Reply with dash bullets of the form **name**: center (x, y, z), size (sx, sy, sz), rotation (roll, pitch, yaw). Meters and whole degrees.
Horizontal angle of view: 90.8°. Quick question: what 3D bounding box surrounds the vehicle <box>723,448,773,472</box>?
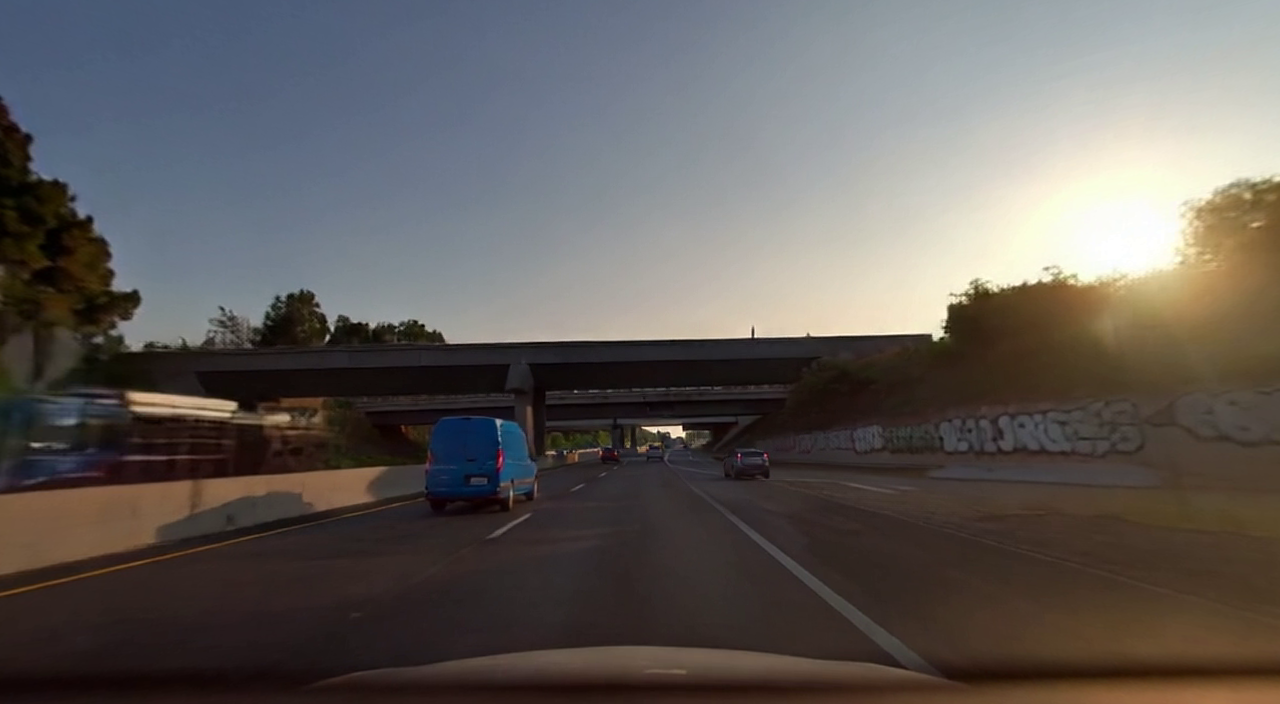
- **vehicle**: center (7.253, 7.275, 42.875), size (1.972, 1.492, 4.623), rotation (1, -9, -8)

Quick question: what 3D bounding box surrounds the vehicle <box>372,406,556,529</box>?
- **vehicle**: center (-3.261, 2.299, 13.086), size (2.310, 2.030, 5.094), rotation (0, -8, 0)

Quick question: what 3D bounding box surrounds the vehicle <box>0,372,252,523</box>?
- **vehicle**: center (-16.979, 2.992, 19.804), size (3.030, 3.624, 10.094), rotation (0, -9, 1)
